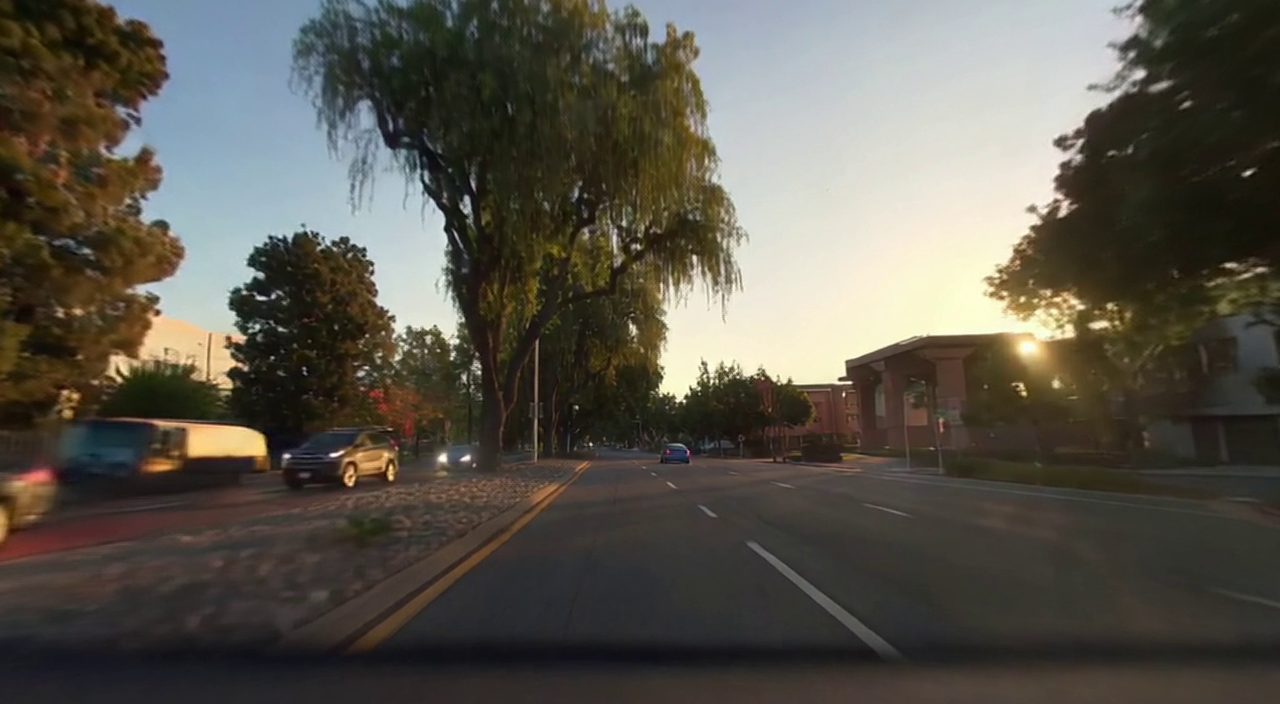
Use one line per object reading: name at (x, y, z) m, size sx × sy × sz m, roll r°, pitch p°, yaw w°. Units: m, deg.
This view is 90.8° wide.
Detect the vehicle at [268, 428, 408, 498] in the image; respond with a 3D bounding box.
vehicle at (-8.846, 3.248, 19.142) m, size 2.016 × 1.766 × 5.155 m, roll -1°, pitch -7°, yaw -4°

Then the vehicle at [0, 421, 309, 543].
vehicle at (-8.556, 2.207, 11.826) m, size 2.183 × 1.769 × 4.972 m, roll 0°, pitch -7°, yaw -2°

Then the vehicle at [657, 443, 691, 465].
vehicle at (2.457, 7.557, 46.960) m, size 1.913 × 1.473 × 4.360 m, roll 0°, pitch -9°, yaw -4°
